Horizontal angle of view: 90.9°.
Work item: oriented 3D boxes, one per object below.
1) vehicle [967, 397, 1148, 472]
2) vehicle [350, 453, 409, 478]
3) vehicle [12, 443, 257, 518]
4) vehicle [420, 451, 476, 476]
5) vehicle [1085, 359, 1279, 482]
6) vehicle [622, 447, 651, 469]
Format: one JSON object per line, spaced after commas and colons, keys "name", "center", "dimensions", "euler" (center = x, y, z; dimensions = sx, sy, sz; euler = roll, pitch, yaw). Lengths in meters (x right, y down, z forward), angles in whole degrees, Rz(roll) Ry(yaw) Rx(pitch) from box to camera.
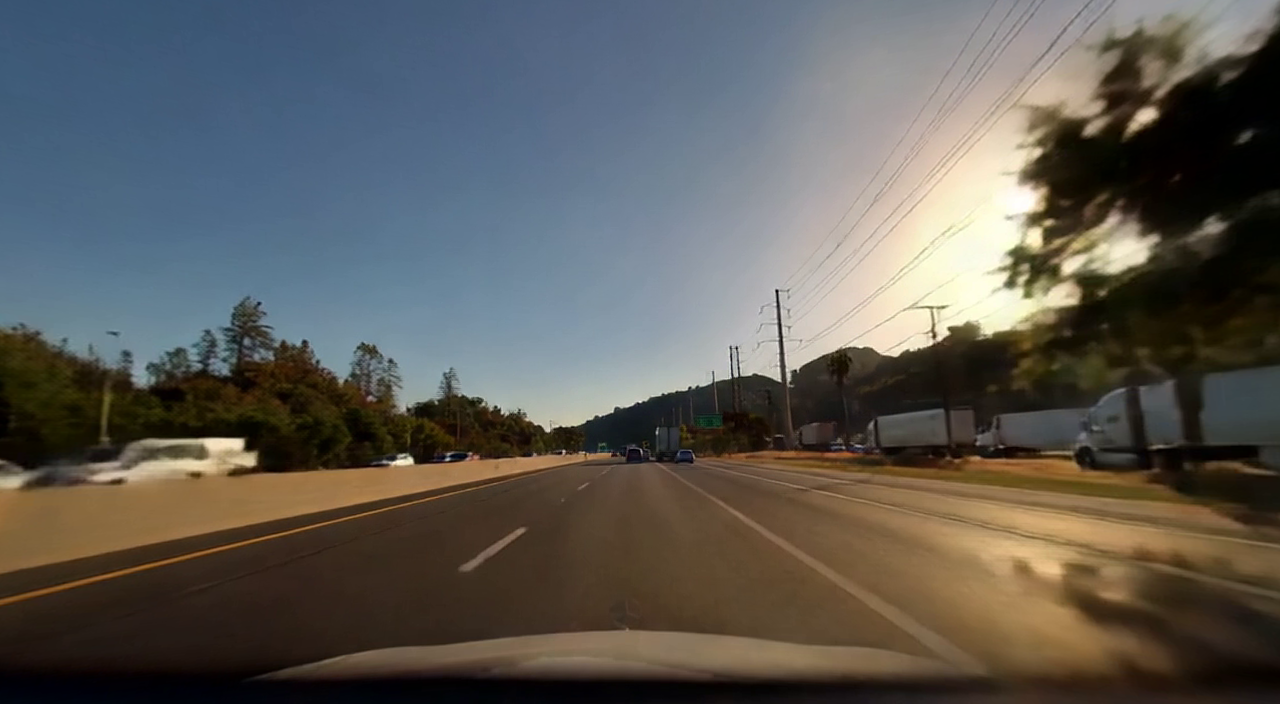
{"name": "vehicle", "center": [24.153, 5.088, 37.832], "dimensions": [2.849, 3.732, 12.220], "euler": [-1, -9, 2]}
{"name": "vehicle", "center": [-16.058, 6.991, 39.057], "dimensions": [1.862, 1.473, 4.209], "euler": [0, -9, 1]}
{"name": "vehicle", "center": [-11.771, 2.992, 15.256], "dimensions": [1.950, 1.505, 4.757], "euler": [0, -9, 0]}
{"name": "vehicle", "center": [-11.898, 6.918, 39.372], "dimensions": [2.010, 1.472, 4.552], "euler": [0, -9, 1]}
{"name": "vehicle", "center": [23.616, 2.402, 22.028], "dimensions": [2.915, 4.218, 17.329], "euler": [0, -9, -2]}
{"name": "vehicle", "center": [-0.273, 8.227, 49.050], "dimensions": [2.111, 1.599, 3.859], "euler": [0, -9, 0]}
